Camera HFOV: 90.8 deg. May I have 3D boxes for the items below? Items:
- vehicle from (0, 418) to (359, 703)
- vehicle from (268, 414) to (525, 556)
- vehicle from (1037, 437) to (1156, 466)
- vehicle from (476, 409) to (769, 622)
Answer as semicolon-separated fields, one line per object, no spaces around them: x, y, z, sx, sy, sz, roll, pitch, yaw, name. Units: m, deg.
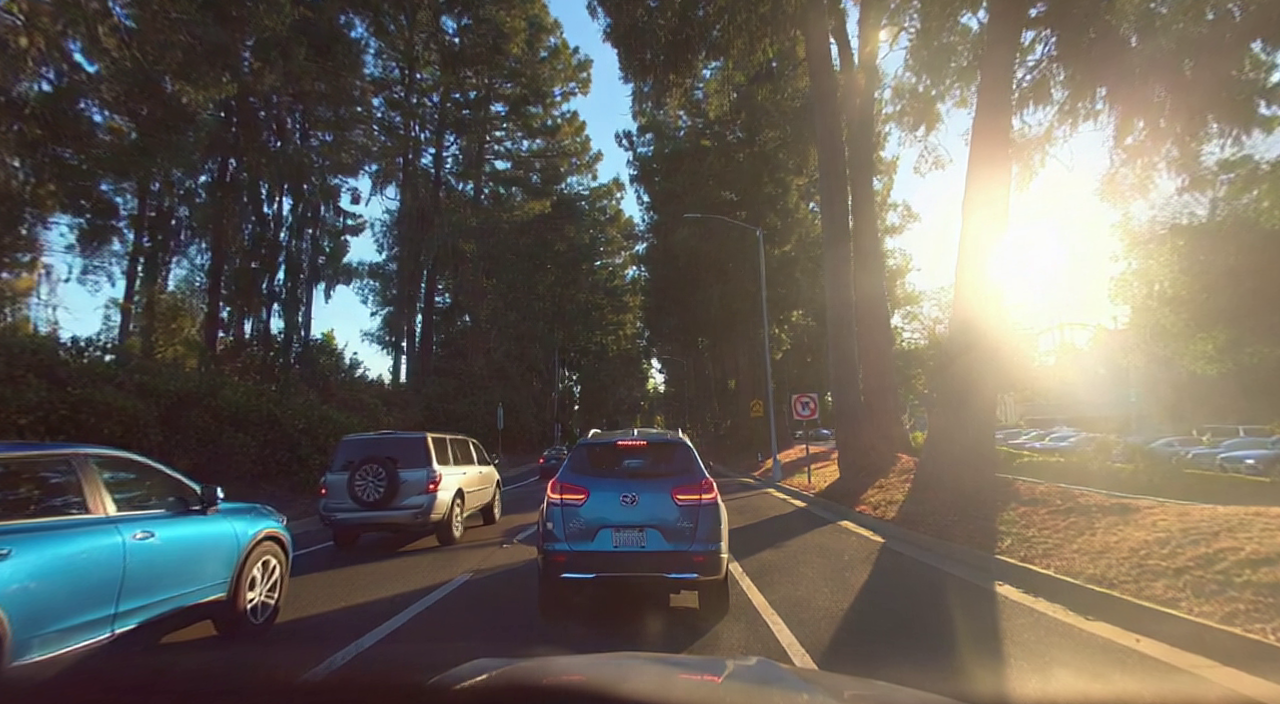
-3.653;1.161;3.624;1.922;1.464;4.424;0;-8;2;vehicle
-3.470;2.001;10.256;2.188;1.745;4.618;0;-8;2;vehicle
28.483;6.204;39.489;5.955;1.702;2.166;1;-8;-6;vehicle
-0.035;1.525;6.832;2.229;1.591;3.897;-1;-8;3;vehicle
